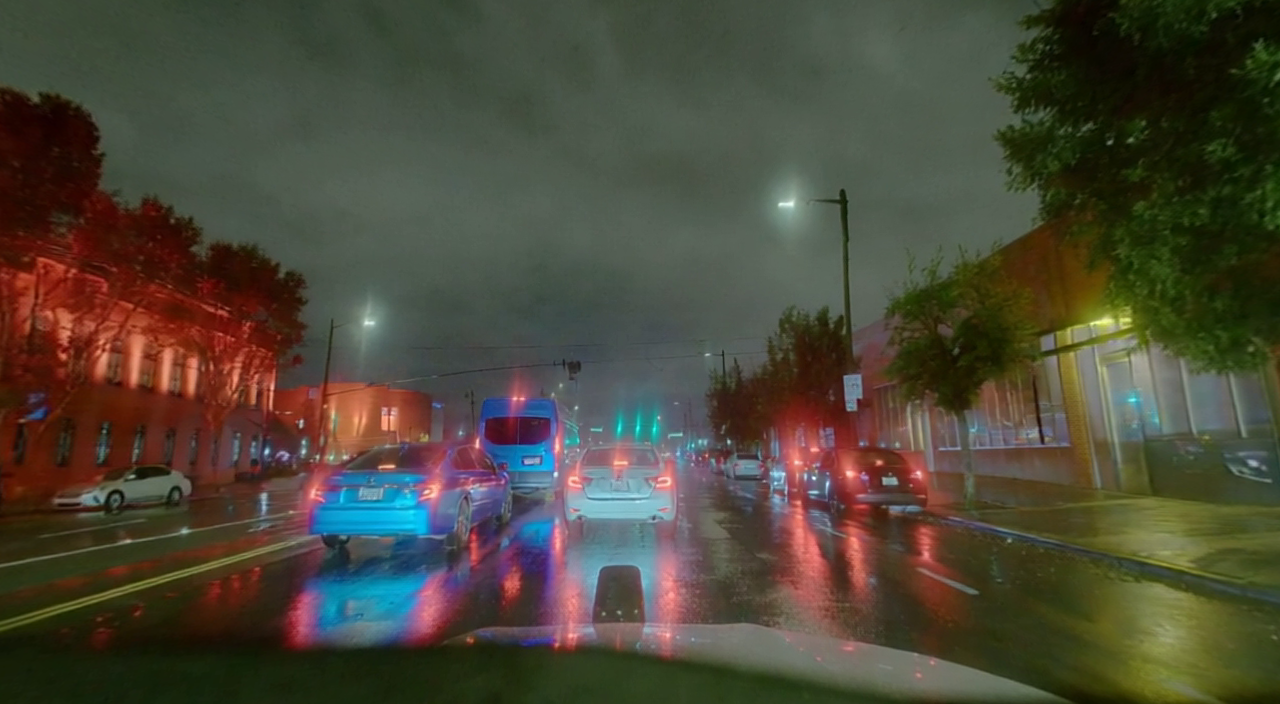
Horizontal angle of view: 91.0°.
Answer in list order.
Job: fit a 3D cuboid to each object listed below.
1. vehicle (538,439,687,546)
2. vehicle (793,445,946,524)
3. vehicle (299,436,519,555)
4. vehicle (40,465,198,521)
[{"bbox_3d":[-0.387,2.351,11.227,2.152,1.518,4.113,0,-9,0],"label":"vehicle"},{"bbox_3d":[4.908,2.864,14.178,1.832,1.491,4.054,1,-9,-1],"label":"vehicle"},{"bbox_3d":[-3.519,2.259,10.694,1.995,1.554,4.426,0,-9,1],"label":"vehicle"},{"bbox_3d":[-17.869,4.811,21.923,1.802,1.609,4.284,0,-9,0],"label":"vehicle"}]
